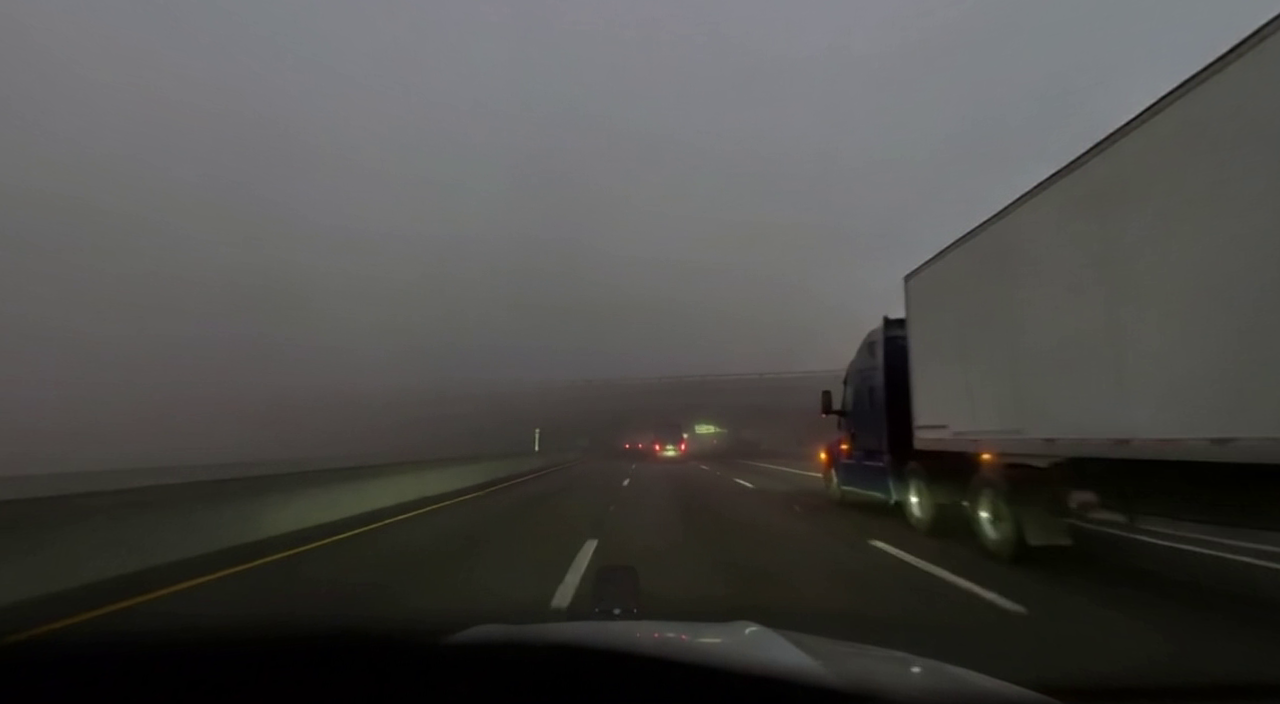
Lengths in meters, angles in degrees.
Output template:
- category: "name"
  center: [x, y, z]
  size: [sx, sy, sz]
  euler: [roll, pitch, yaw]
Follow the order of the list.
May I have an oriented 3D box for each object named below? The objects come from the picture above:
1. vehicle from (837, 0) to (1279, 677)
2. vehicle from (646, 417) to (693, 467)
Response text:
- category: "vehicle"
  center: [4.993, 0.110, 5.711]
  size: [2.997, 3.983, 10.860]
  euler: [1, -8, 0]
- category: "vehicle"
  center: [1.593, 5.260, 36.703]
  size: [2.481, 2.618, 6.314]
  euler: [-1, -8, 0]
